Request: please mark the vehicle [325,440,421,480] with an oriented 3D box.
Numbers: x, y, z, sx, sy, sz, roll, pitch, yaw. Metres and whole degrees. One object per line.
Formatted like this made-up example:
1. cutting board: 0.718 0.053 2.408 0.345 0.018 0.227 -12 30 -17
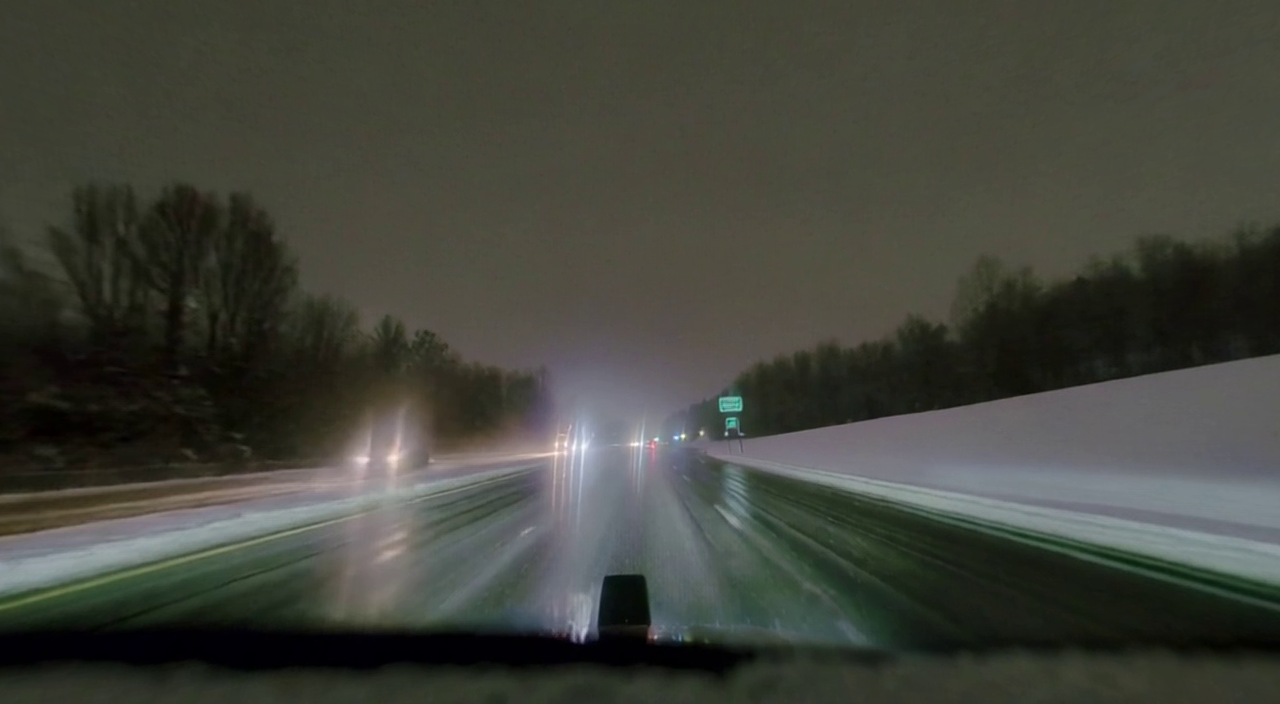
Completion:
1. vehicle: -11.247 4.571 26.898 1.954 1.537 4.693 0 -8 1
